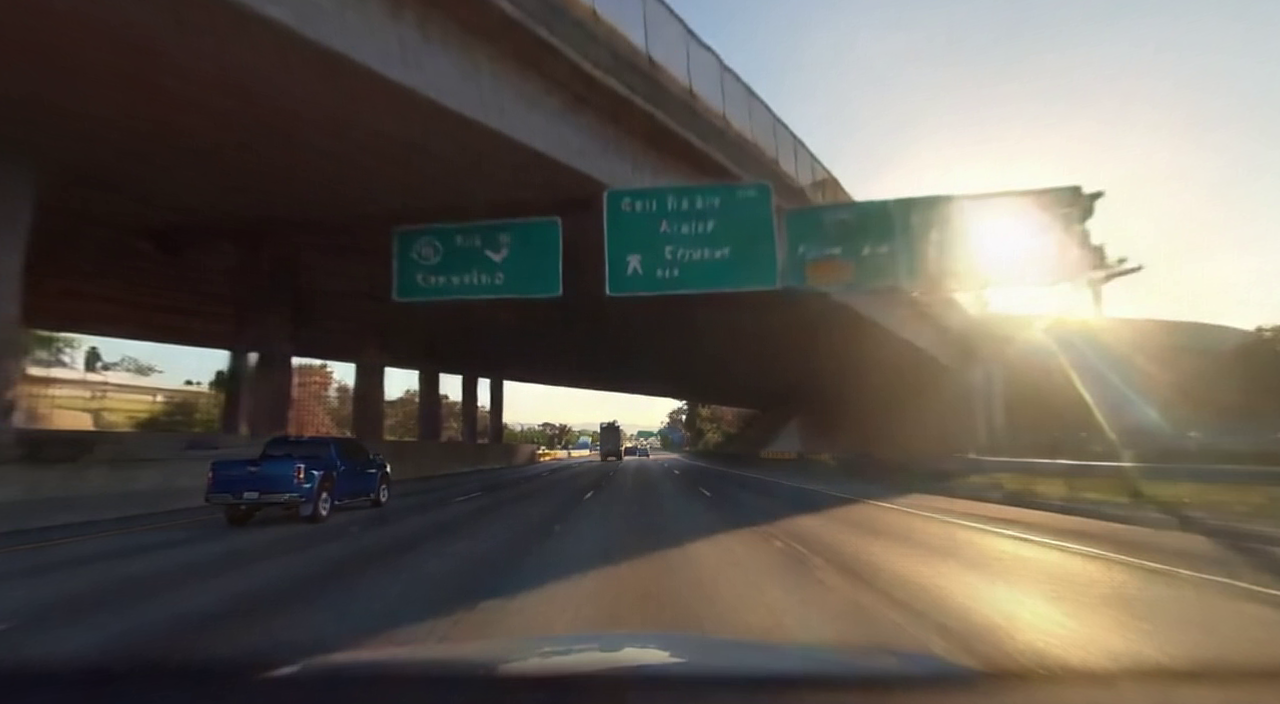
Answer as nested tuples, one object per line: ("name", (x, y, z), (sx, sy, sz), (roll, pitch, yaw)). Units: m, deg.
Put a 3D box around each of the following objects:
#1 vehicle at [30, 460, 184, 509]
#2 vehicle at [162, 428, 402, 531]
("vehicle", (-18.655, 4.623, 22.325), (1.861, 1.496, 4.052), (0, -9, 0))
("vehicle", (-6.978, 2.531, 13.083), (2.168, 1.729, 4.724), (0, -9, 0))
